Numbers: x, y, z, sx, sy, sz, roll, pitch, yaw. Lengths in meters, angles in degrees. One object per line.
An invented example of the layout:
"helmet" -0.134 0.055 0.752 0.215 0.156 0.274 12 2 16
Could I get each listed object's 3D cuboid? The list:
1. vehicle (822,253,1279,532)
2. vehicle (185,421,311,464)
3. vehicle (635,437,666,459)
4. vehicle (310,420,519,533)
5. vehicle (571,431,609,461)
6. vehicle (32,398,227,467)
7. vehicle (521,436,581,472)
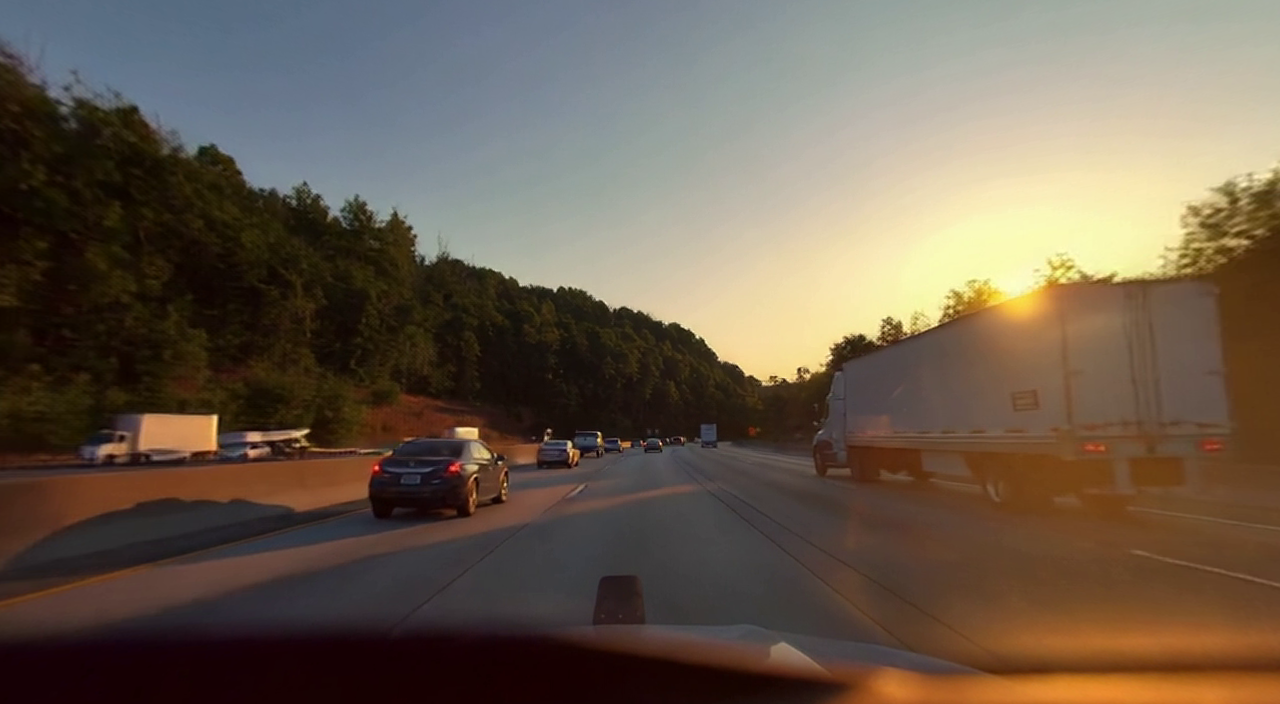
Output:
"vehicle" 8.275 1.472 16.240 2.866 4.100 14.057 0 -8 -1
"vehicle" -27.450 6.389 44.876 2.707 2.733 9.393 0 -8 2
"vehicle" 0.701 6.557 43.224 2.004 1.465 3.842 0 -8 0
"vehicle" -3.648 2.080 11.227 2.137 1.618 4.209 0 -8 0
"vehicle" -3.160 6.027 40.584 2.064 1.826 4.263 0 -8 1
"vehicle" -27.718 4.518 35.124 3.004 3.311 9.145 0 -8 2
"vehicle" -3.871 4.487 28.105 2.013 1.460 4.027 0 -8 1
